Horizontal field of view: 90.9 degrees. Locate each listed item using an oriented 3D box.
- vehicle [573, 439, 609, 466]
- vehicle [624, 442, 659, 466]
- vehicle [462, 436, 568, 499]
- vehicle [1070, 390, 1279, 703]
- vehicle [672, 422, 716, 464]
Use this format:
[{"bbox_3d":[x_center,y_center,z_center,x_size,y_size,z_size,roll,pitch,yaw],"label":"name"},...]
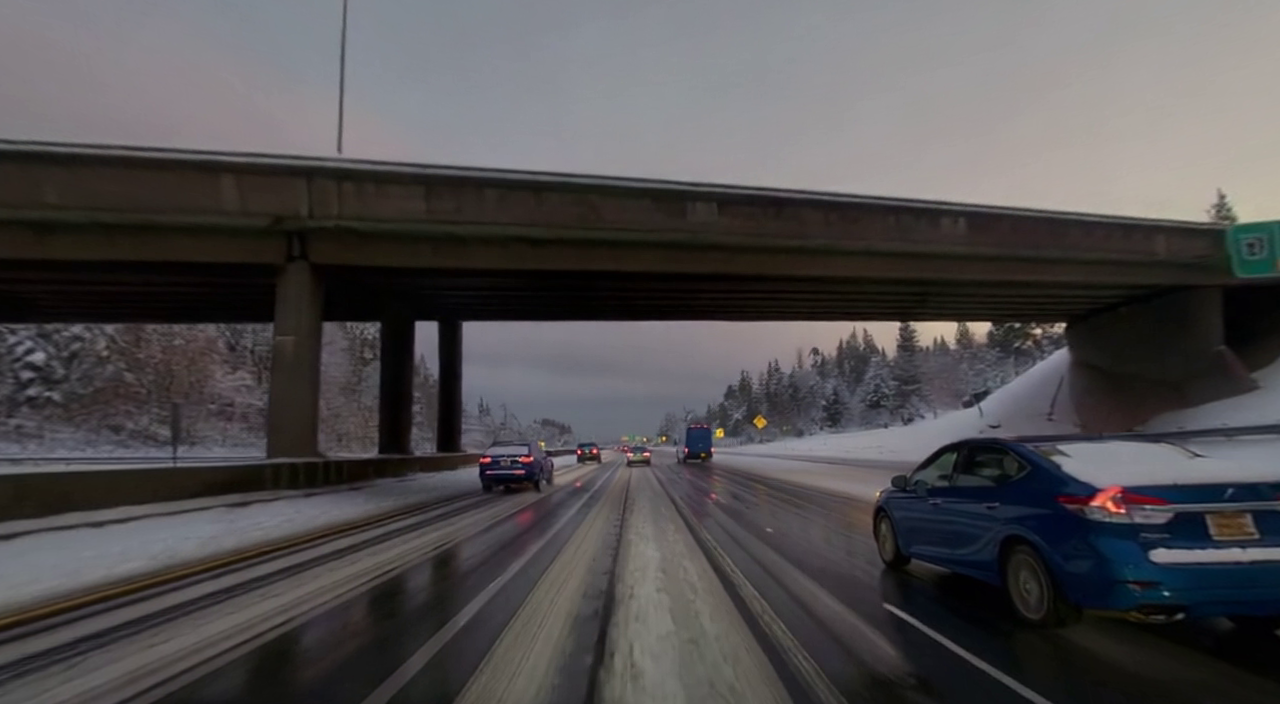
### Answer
[{"bbox_3d":[-3.309,6.860,43.296,2.078,1.706,4.298,0,-8,1],"label":"vehicle"},{"bbox_3d":[0.064,6.641,41.213,2.174,1.467,4.005,0,-8,0],"label":"vehicle"},{"bbox_3d":[-3.375,3.210,17.888,2.137,1.562,3.926,0,-8,1],"label":"vehicle"},{"bbox_3d":[3.886,0.806,1.829,2.085,1.558,4.466,0,-8,0],"label":"vehicle"},{"bbox_3d":[3.809,6.620,45.809,2.436,2.745,6.607,0,-8,-1],"label":"vehicle"}]
